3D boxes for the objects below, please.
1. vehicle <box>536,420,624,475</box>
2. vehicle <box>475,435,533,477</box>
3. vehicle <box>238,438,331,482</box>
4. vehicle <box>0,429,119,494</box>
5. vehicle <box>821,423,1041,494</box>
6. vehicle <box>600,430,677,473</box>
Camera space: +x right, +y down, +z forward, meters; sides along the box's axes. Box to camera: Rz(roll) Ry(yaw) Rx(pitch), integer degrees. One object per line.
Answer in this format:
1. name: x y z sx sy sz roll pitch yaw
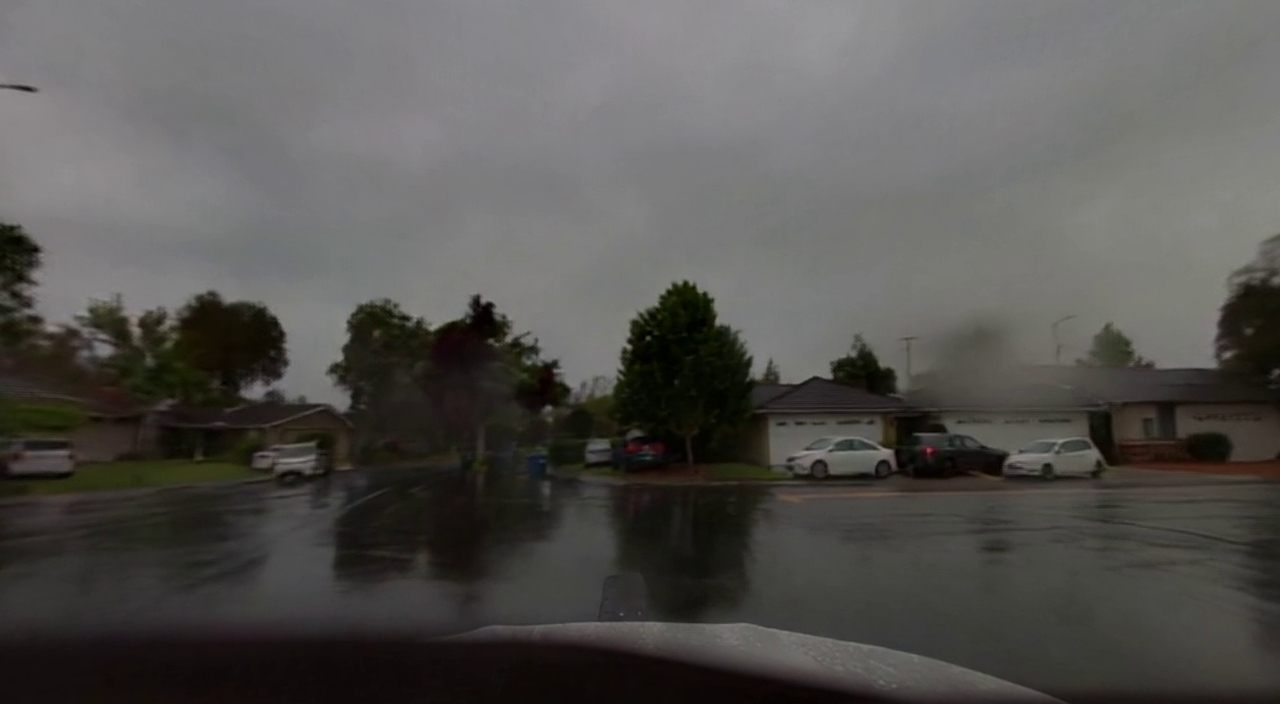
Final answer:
1. vehicle: -2.635 3.995 26.259 2.455 2.018 5.271 3 -10 -18
2. vehicle: -5.535 4.155 25.485 1.833 1.540 3.532 2 -9 -19
3. vehicle: -13.751 4.115 24.318 1.932 1.518 4.343 8 -12 -44
4. vehicle: -19.216 3.406 19.950 5.096 1.824 2.305 -5 -9 27
5. vehicle: 7.799 2.920 17.455 5.082 1.789 1.947 -2 -8 8
6. vehicle: -0.176 4.352 27.881 2.160 1.695 4.183 2 -9 -18
